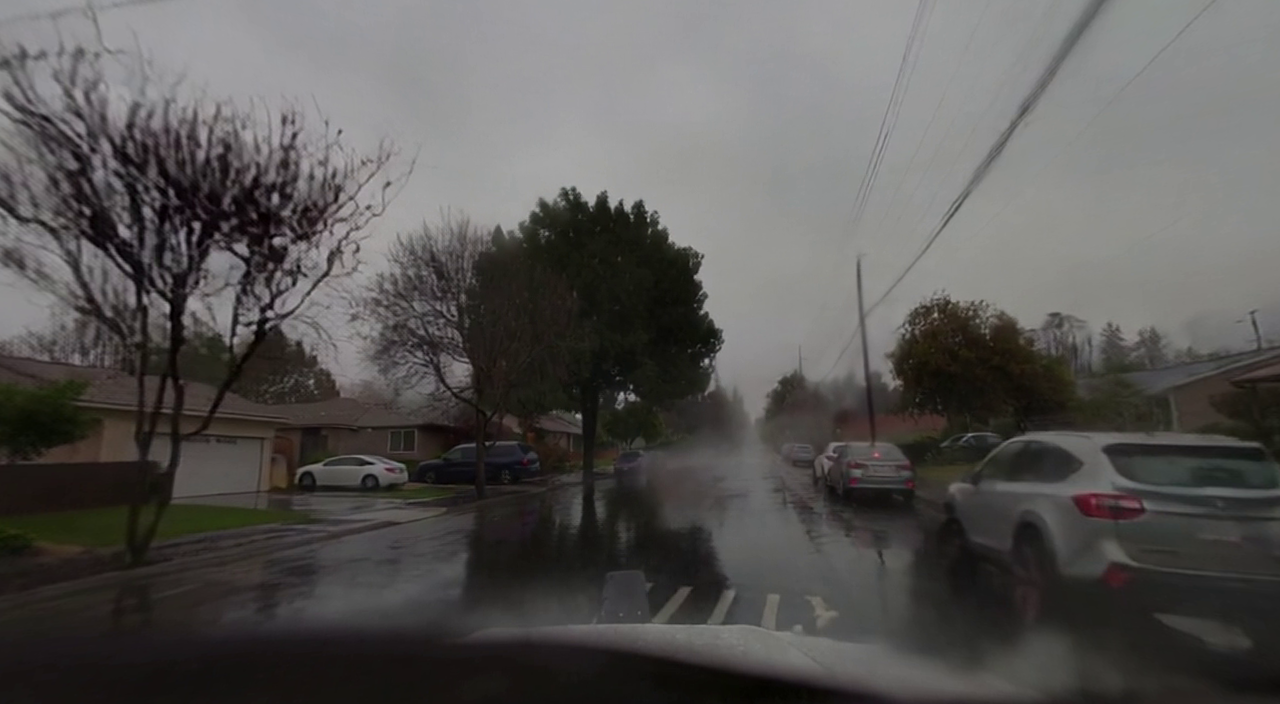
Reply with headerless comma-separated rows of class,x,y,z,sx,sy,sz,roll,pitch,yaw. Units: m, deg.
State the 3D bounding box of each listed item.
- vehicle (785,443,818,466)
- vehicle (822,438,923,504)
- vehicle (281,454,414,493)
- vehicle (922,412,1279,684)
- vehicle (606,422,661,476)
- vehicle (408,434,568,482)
vehicle,10.860,6.898,42.608,1.743,1.440,3.732,-1,-9,9
vehicle,5.771,2.962,16.139,1.845,1.453,3.792,-2,-9,12
vehicle,-11.528,4.782,25.034,4.481,1.420,1.712,-1,-9,8
vehicle,3.806,1.381,5.335,1.908,1.572,3.105,-2,-9,12
vehicle,-0.297,5.803,37.892,2.199,2.902,5.848,-2,-9,10
vehicle,-6.735,4.726,28.318,6.488,2.009,2.354,-2,-9,11
